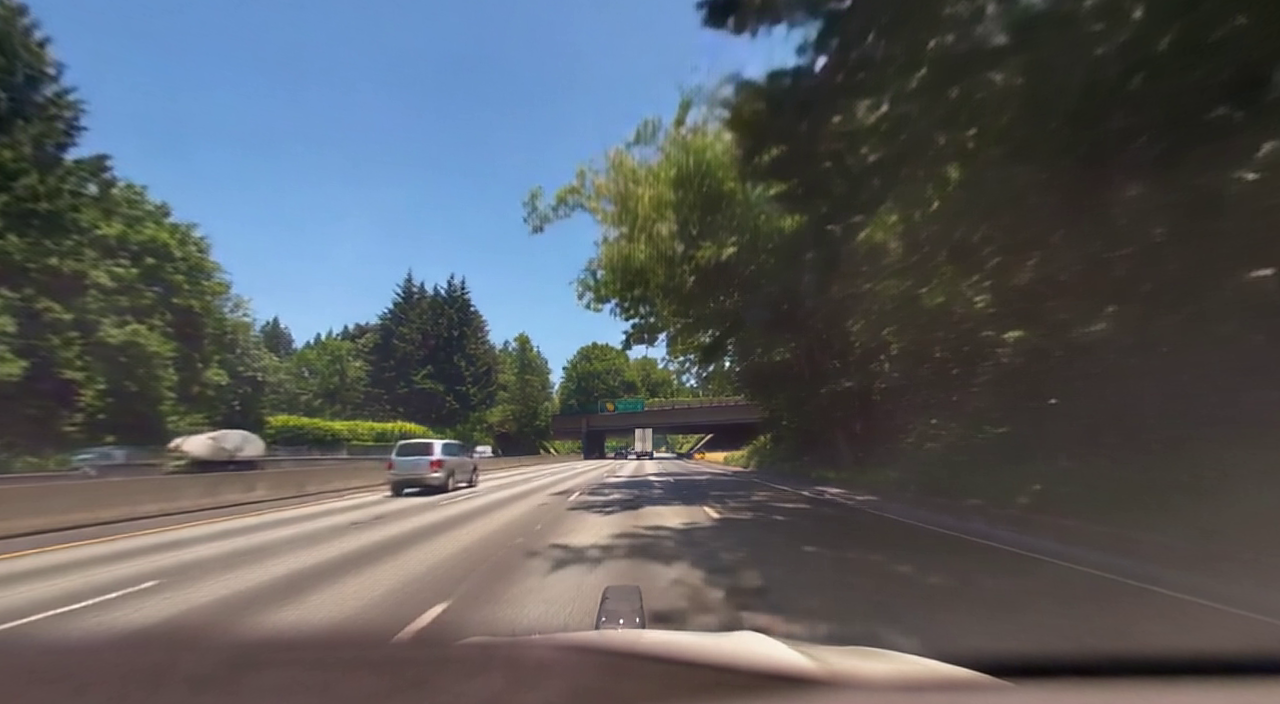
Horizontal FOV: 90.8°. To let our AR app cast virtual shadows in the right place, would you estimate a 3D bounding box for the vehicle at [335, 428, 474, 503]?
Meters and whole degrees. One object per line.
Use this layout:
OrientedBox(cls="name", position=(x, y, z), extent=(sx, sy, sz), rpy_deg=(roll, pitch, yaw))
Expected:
OrientedBox(cls="vehicle", position=(-6.871, 3.380, 19.184), extent=(2.195, 1.940, 5.154), rpy_deg=(0, -9, 0))
